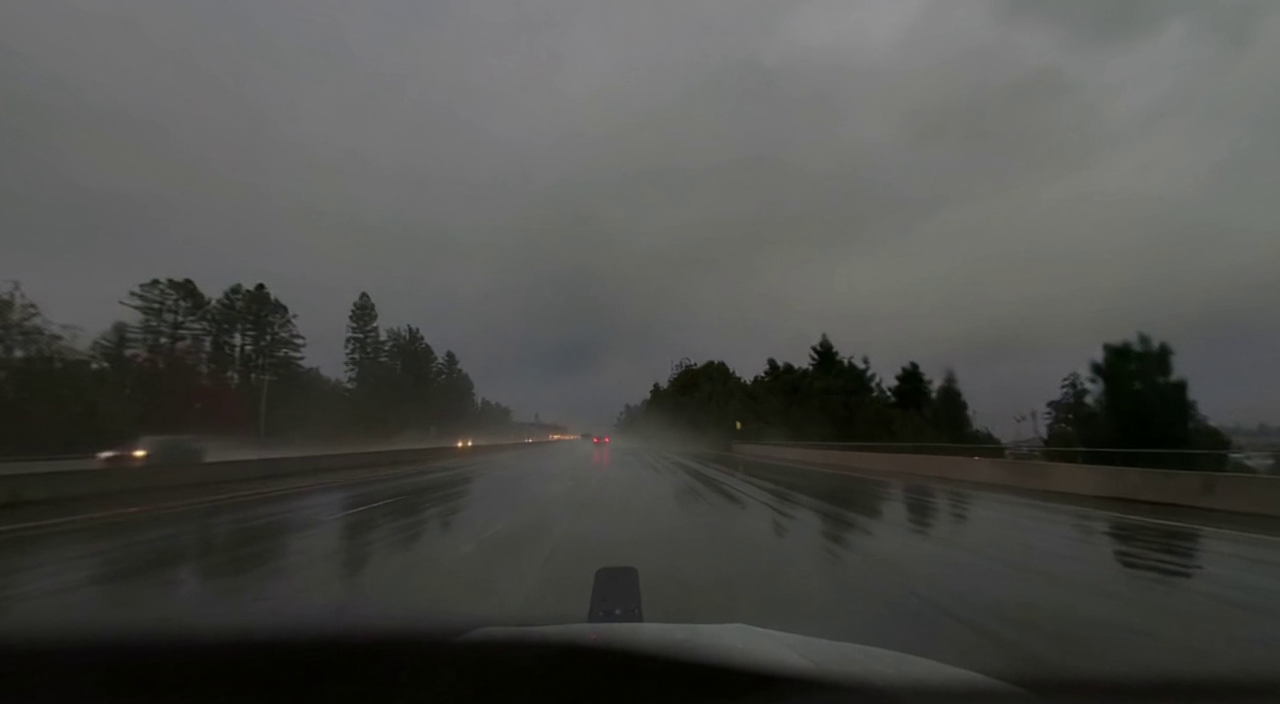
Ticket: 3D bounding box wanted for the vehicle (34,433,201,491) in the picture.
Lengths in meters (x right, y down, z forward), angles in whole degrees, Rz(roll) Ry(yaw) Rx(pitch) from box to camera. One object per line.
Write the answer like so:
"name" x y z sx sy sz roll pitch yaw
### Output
"vehicle" -18.994 3.967 23.233 2.079 1.881 4.761 0 -8 0
